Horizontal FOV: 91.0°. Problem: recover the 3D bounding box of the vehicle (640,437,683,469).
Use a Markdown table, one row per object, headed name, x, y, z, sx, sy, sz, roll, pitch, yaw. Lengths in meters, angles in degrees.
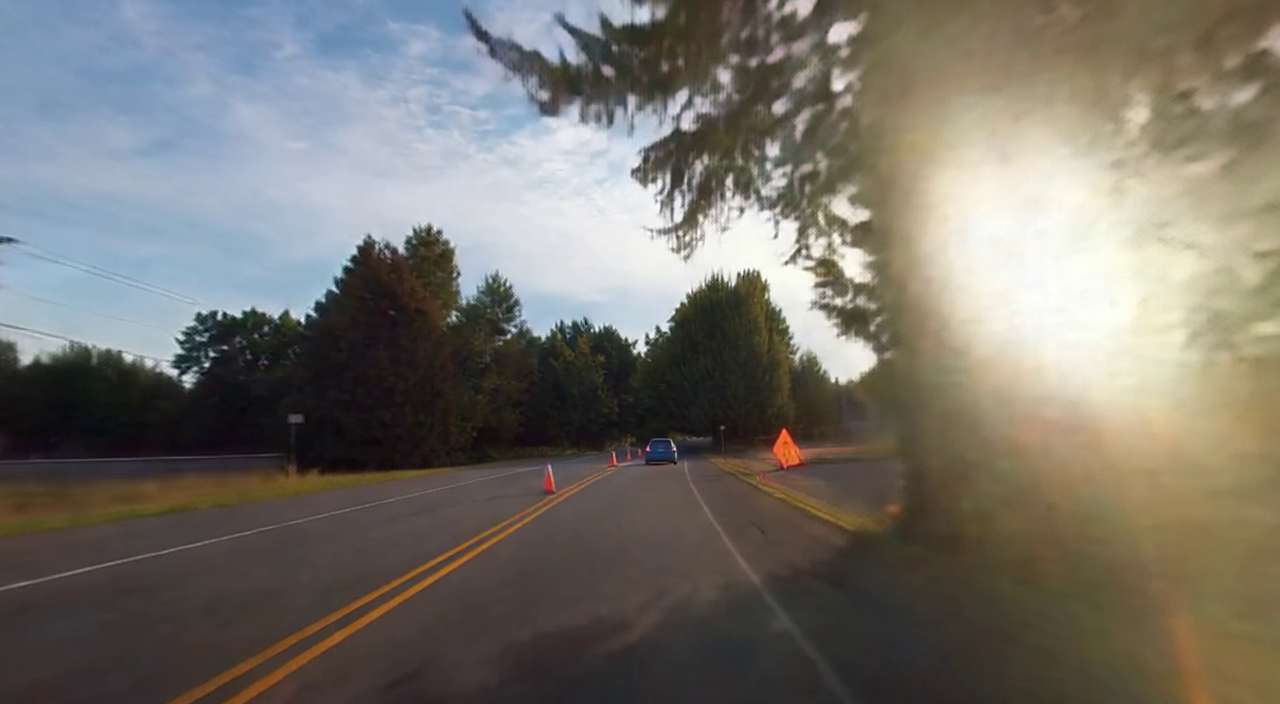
| name | x | y | z | sx | sy | sz | roll | pitch | yaw |
| --- | --- | --- | --- | --- | --- | --- | --- | --- | --- |
| vehicle | 1.100 | 5.046 | 31.563 | 2.042 | 1.489 | 3.963 | 0 | -8 | 3 |
